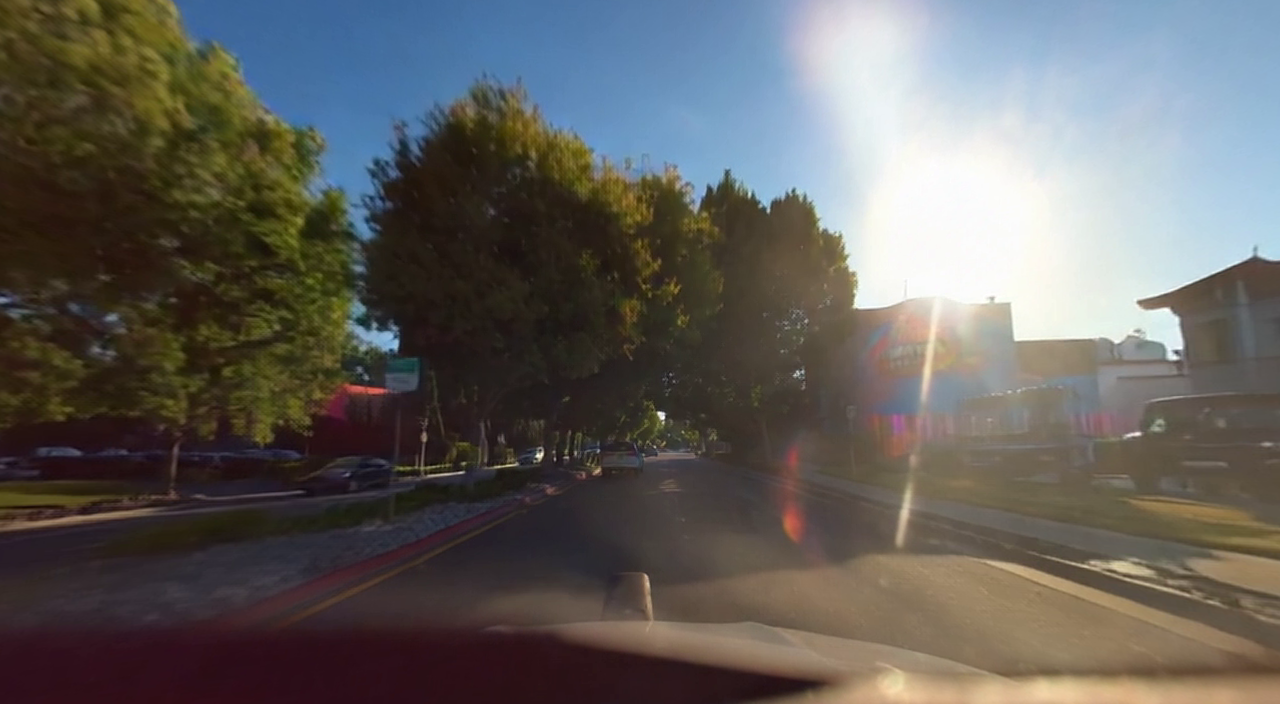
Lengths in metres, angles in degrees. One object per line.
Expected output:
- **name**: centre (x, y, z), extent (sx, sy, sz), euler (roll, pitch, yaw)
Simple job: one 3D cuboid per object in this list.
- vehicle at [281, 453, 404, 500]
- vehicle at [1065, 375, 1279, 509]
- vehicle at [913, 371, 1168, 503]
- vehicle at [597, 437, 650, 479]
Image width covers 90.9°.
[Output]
- **vehicle**: centre (-10.798, 4.513, 23.317), extent (1.937, 1.465, 4.506), euler (-1, -8, 6)
- **vehicle**: centre (13.233, 2.060, 14.472), extent (2.507, 2.441, 6.959), euler (-1, -8, 4)
- **vehicle**: centre (13.926, 3.168, 23.683), extent (2.794, 3.710, 10.785), euler (-3, -8, 3)
- **vehicle**: centre (-0.642, 4.686, 28.244), extent (2.129, 1.713, 4.314), euler (0, -8, 2)
